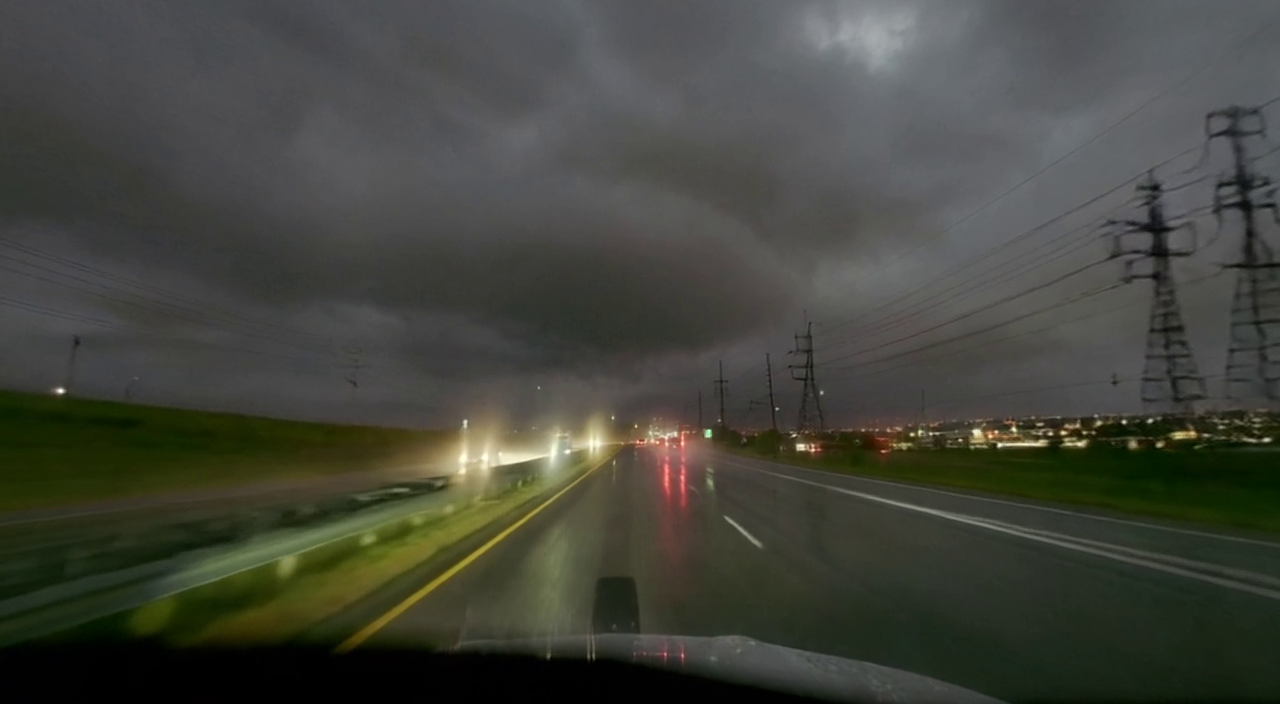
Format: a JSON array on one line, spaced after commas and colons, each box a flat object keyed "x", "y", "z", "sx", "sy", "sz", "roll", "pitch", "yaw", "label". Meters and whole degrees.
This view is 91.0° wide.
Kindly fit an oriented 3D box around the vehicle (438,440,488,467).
[{"x": -11.471, "y": 6.608, "z": 41.108, "sx": 1.954, "sy": 1.613, "sz": 4.429, "roll": -1, "pitch": -8, "yaw": 0, "label": "vehicle"}]
